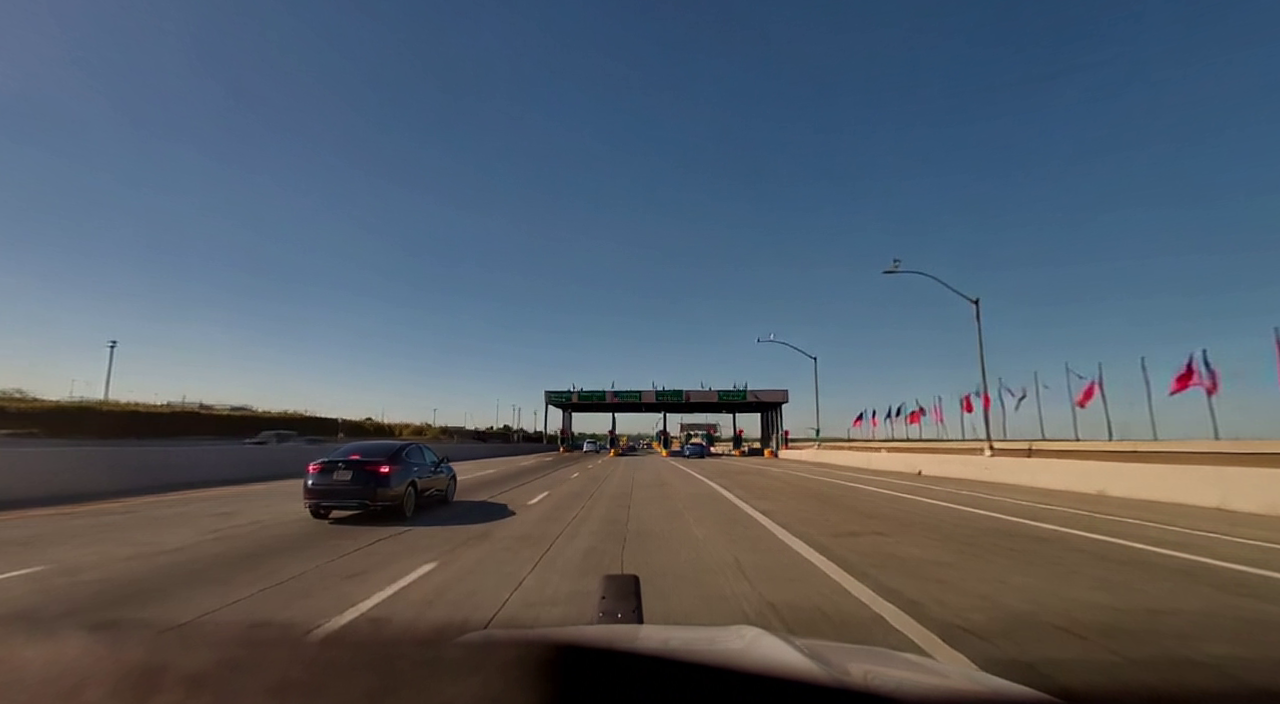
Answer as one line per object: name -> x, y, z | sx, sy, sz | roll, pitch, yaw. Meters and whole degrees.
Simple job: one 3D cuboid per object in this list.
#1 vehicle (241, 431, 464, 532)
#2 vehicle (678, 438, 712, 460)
vehicle -> -4.851, 2.228, 11.524 | 1.981, 1.465, 4.334 | 0, -8, 0
vehicle -> 4.275, 7.667, 49.873 | 2.072, 1.639, 4.919 | 0, -8, -1
